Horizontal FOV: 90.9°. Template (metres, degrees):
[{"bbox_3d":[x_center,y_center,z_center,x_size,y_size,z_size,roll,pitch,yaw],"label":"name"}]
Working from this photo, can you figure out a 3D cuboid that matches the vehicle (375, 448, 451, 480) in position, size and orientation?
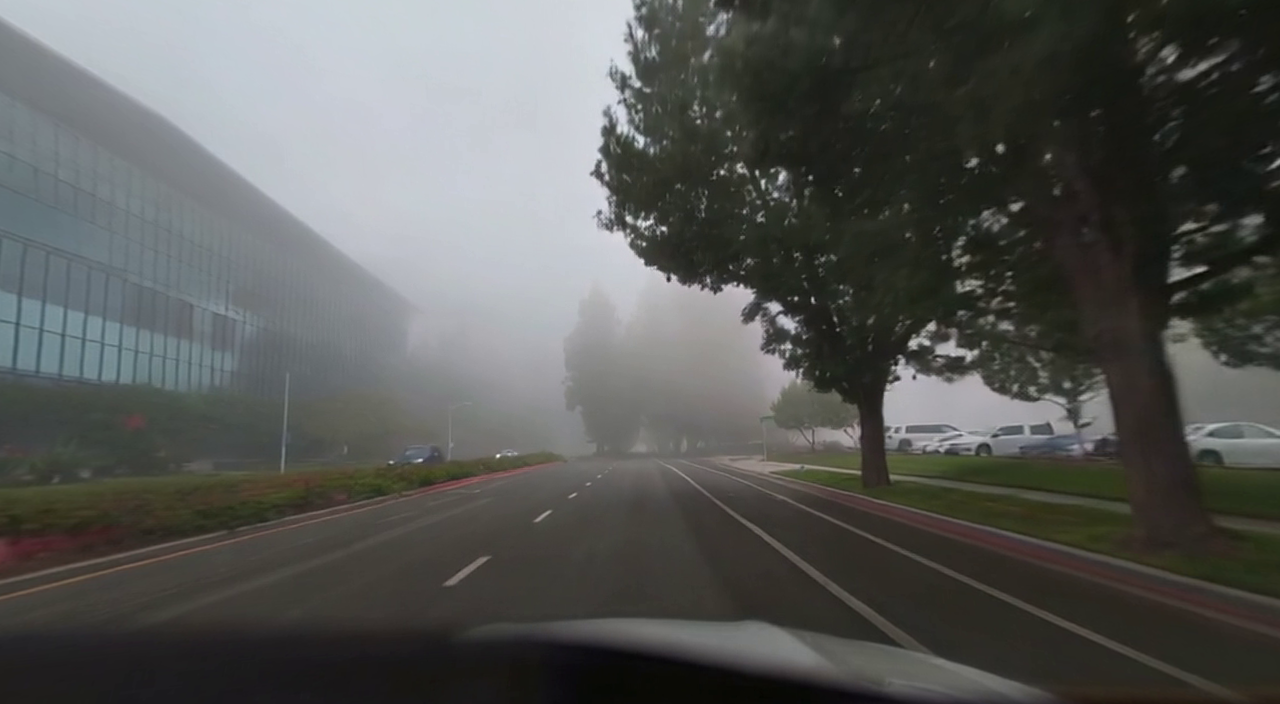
[{"bbox_3d":[-11.949,5.916,33.604,2.128,1.514,4.784,-1,-9,2],"label":"vehicle"}]

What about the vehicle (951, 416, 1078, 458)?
[{"bbox_3d":[15.389,3.507,26.042,3.935,1.487,2.018,-2,-7,-2],"label":"vehicle"}]

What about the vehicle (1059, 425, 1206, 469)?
[{"bbox_3d":[16.389,3.180,21.092,3.410,1.368,1.789,0,-9,-4],"label":"vehicle"}]

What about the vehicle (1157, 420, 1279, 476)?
[{"bbox_3d":[16.094,2.499,16.647,3.313,1.368,1.690,-1,-7,1],"label":"vehicle"}]
